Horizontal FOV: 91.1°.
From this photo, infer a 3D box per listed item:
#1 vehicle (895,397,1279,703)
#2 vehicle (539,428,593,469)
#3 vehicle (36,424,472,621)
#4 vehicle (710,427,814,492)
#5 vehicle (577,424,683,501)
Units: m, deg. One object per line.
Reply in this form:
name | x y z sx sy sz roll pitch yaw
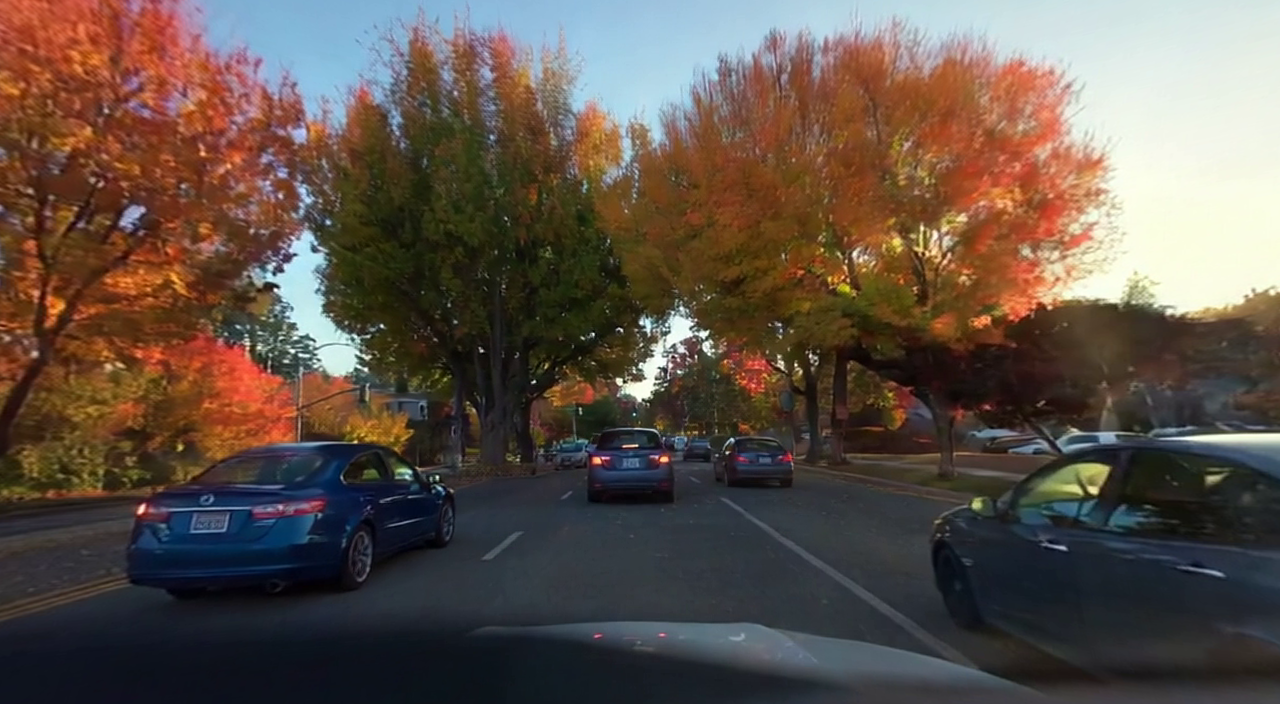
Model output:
vehicle | 3.364 1.074 3.400 2.060 1.474 4.475 0 -8 0
vehicle | -3.908 5.232 34.101 2.246 2.062 5.123 0 -8 1
vehicle | -3.567 1.639 7.120 1.997 1.479 4.547 0 -8 1
vehicle | 3.390 3.096 18.409 2.019 1.675 4.488 0 -8 -2
vehicle | -0.236 2.734 15.850 2.293 1.662 4.262 0 -8 -1
